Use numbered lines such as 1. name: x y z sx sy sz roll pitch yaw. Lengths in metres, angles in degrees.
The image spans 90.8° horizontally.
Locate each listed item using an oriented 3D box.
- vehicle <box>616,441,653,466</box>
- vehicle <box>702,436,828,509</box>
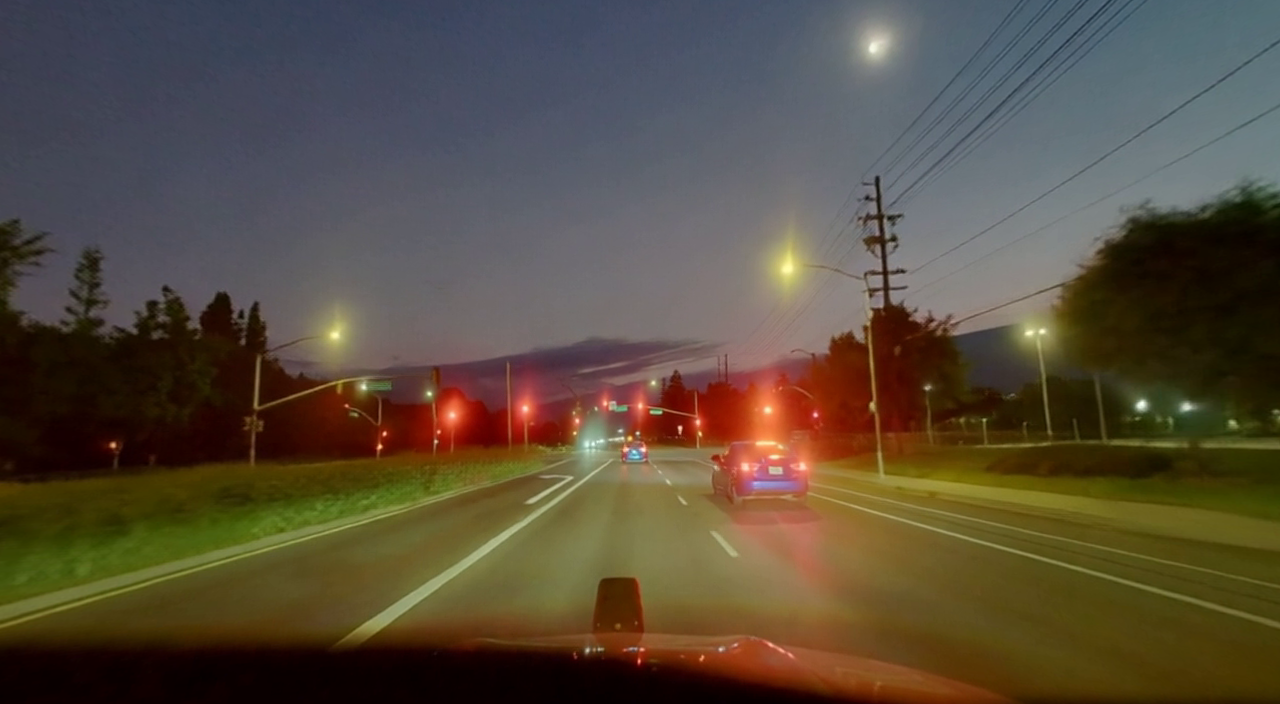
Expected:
1. vehicle: -0.349 6.210 38.763 2.110 1.466 3.860 0 -8 -1
2. vehicle: 2.761 2.776 15.062 2.004 1.448 4.263 0 -8 -2
